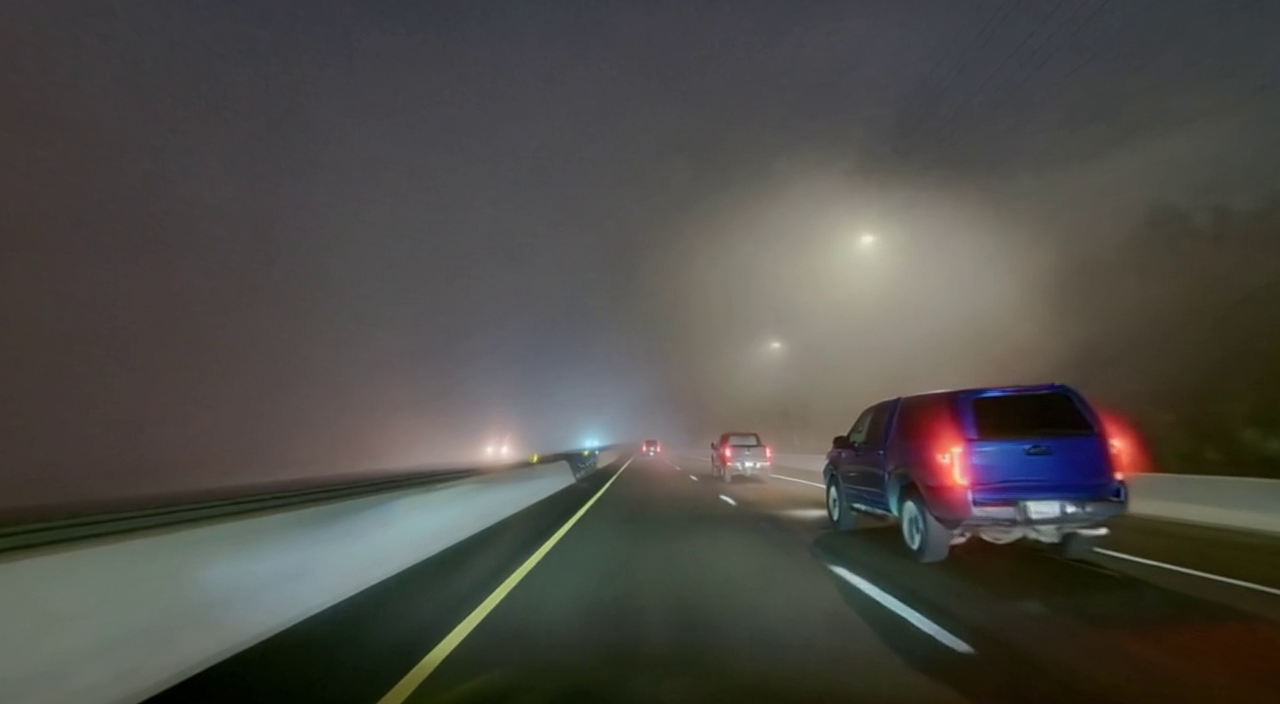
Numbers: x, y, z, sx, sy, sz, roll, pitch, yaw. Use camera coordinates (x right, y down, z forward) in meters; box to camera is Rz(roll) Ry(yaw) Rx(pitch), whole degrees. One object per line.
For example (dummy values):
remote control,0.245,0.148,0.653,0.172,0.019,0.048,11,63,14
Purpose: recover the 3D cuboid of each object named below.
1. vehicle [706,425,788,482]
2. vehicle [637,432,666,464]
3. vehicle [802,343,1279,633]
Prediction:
vehicle,4.390,4.318,27.024,2.594,2.155,5.670,-1,-8,1
vehicle,0.827,7.382,48.633,2.099,2.260,4.899,0,-8,0
vehicle,3.600,1.337,7.126,2.145,2.069,5.057,0,-8,0
